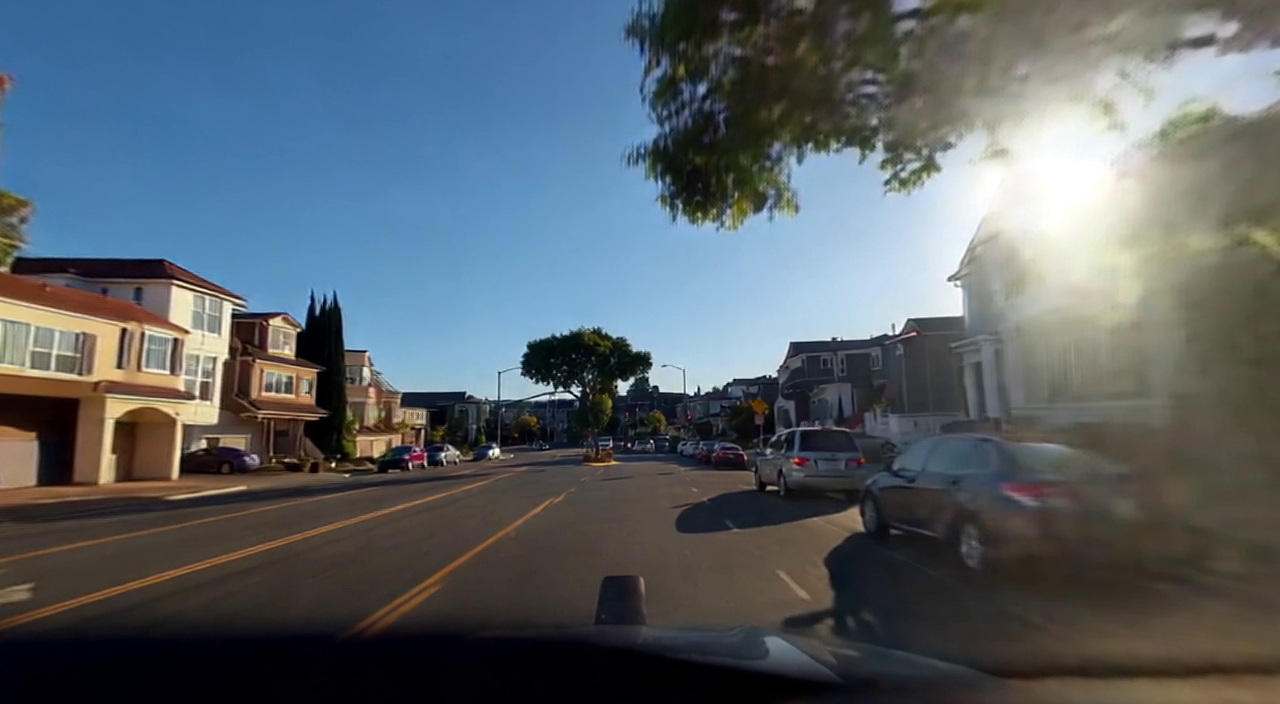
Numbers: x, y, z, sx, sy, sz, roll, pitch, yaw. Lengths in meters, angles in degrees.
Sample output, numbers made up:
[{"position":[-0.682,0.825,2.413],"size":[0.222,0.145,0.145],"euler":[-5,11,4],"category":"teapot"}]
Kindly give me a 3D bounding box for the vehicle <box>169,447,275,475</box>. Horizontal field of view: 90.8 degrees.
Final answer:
[{"position":[-22.343,5.834,33.874],"size":[4.397,1.423,1.789],"euler":[0,-8,2],"category":"vehicle"}]

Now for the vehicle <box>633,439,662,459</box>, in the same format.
[{"position":[0.573,7.430,48.463],"size":[2.081,1.475,4.361],"euler":[0,-8,0],"category":"vehicle"}]

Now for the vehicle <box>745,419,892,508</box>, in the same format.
[{"position":[4.002,2.601,15.100],"size":[2.069,1.780,4.480],"euler":[0,-8,-1],"category":"vehicle"}]

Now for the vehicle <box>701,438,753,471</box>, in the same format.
[{"position":[4.191,5.016,31.163],"size":[1.964,1.485,4.454],"euler":[0,-8,0],"category":"vehicle"}]

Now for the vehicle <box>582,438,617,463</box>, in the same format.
[{"position":[-2.559,6.388,40.941],"size":[1.986,1.508,4.261],"euler":[0,-8,0],"category":"vehicle"}]

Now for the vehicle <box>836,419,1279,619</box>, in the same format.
[{"position":[3.934,1.584,7.043],"size":[1.956,1.468,4.524],"euler":[0,-8,-1],"category":"vehicle"}]

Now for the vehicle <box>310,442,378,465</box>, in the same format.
[{"position":[-22.144,7.596,47.314],"size":[4.091,1.614,1.910],"euler":[0,-8,-1],"category":"vehicle"}]
